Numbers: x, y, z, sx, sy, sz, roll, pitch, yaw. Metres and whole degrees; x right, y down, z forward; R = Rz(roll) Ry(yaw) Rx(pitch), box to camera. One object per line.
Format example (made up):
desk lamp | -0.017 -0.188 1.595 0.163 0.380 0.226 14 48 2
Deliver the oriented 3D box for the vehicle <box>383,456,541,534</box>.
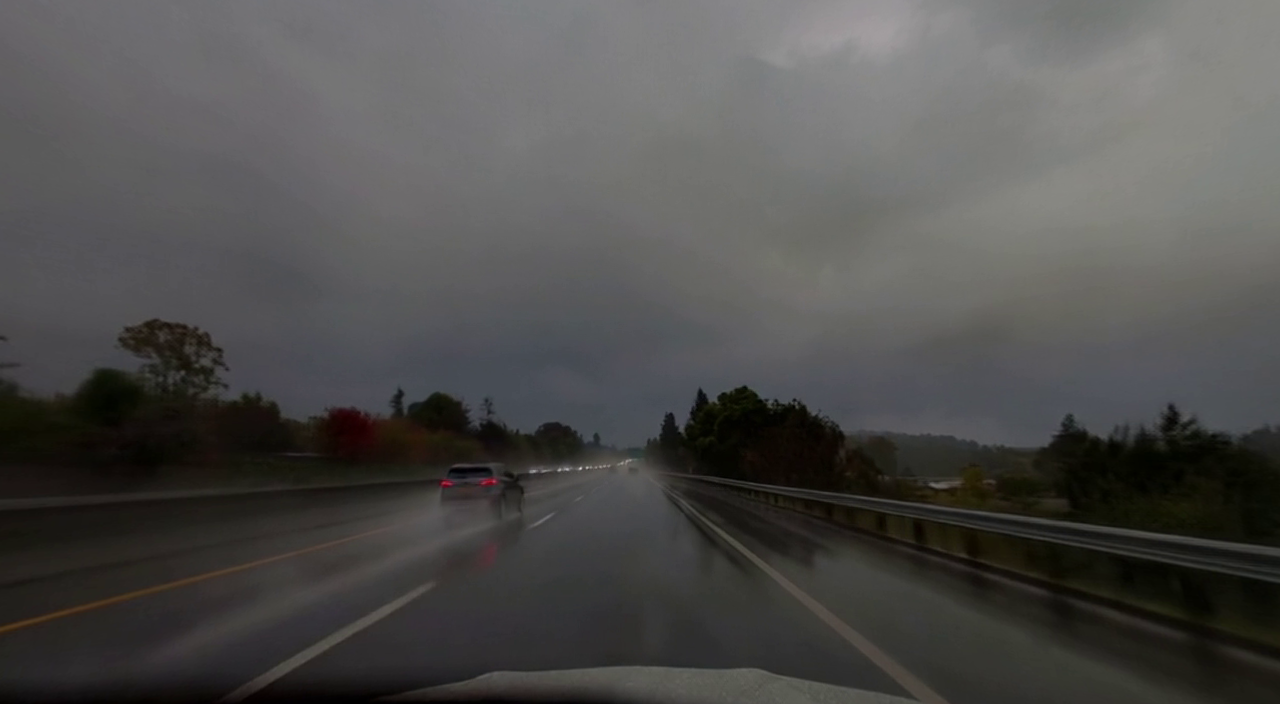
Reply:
vehicle | -3.839 3.235 14.722 2.146 1.441 5.020 1 -10 1
